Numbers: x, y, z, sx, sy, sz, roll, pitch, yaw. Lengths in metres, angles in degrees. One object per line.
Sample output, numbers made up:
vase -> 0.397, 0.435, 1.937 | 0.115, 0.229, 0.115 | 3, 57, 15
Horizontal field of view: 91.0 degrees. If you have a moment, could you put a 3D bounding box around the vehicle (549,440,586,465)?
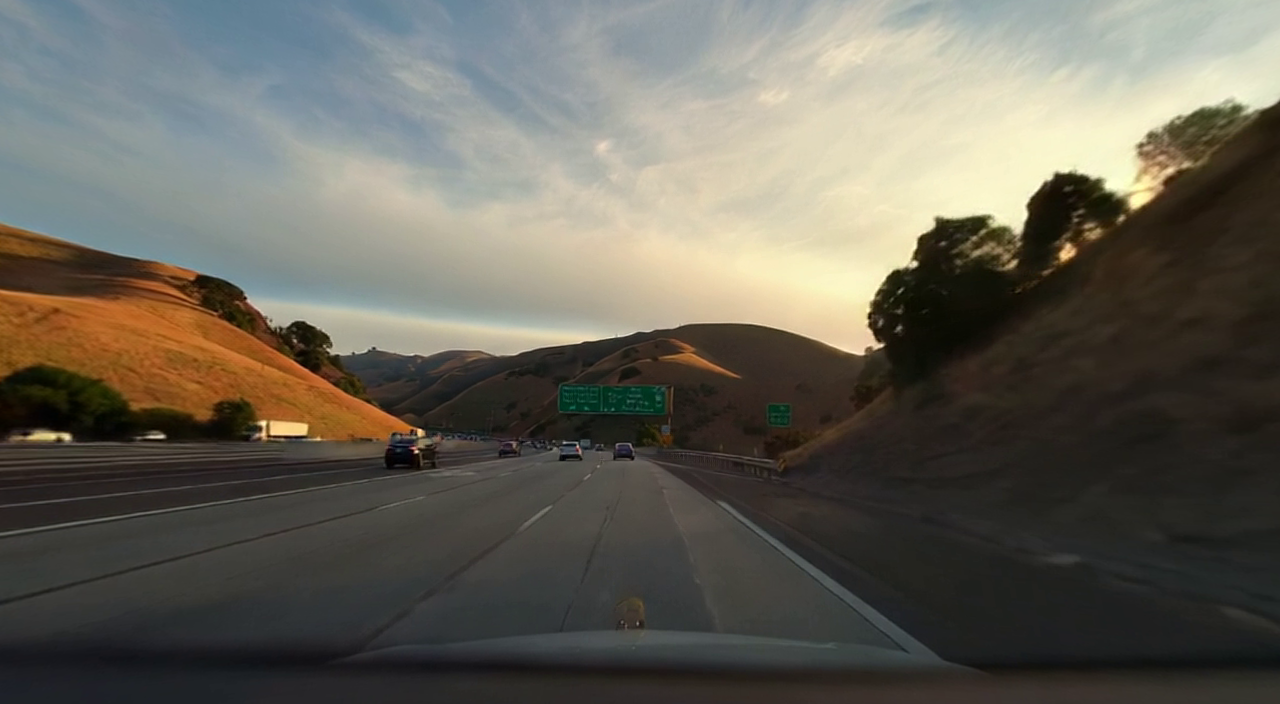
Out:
vehicle -> -4.949, 6.909, 43.557 | 2.060, 1.631, 4.214 | 0, -8, -1

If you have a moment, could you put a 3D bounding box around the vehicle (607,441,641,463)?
vehicle -> -1.196, 7.389, 46.691 | 2.421, 1.594, 4.248 | 0, -8, -2

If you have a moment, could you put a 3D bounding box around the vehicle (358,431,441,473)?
vehicle -> -11.970, 5.013, 31.731 | 2.219, 1.923, 4.985 | 0, -8, -1
